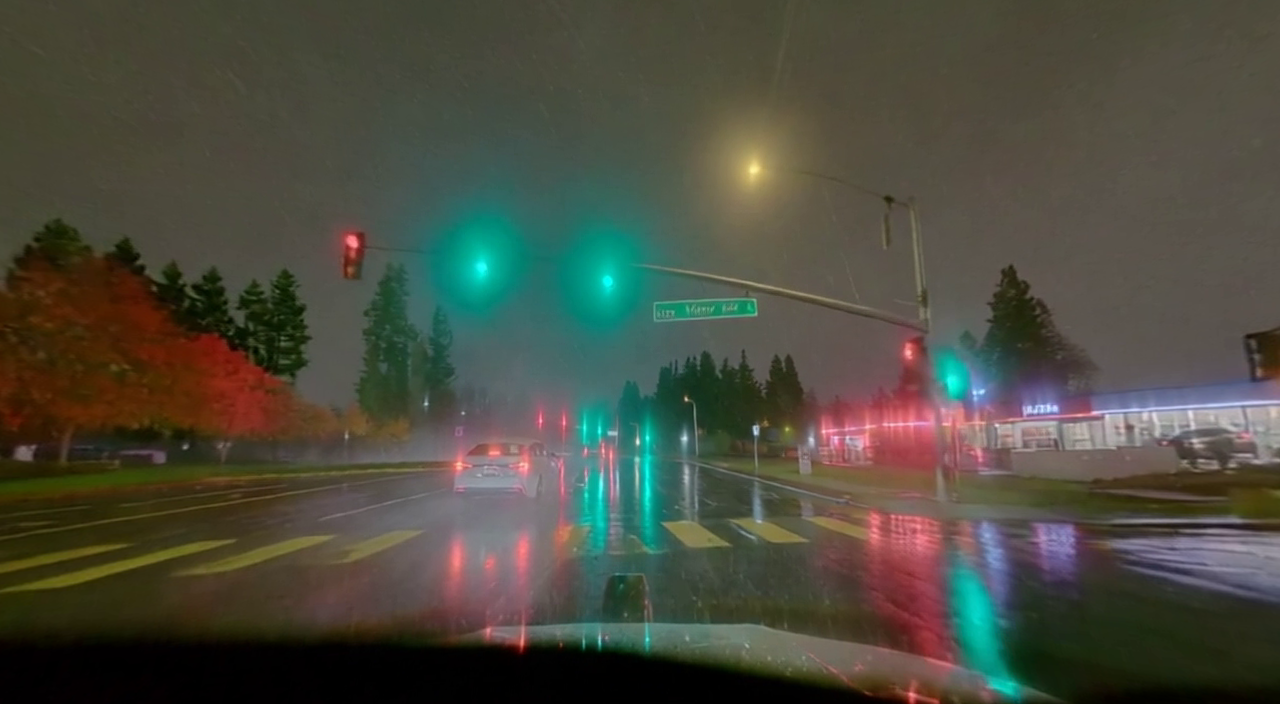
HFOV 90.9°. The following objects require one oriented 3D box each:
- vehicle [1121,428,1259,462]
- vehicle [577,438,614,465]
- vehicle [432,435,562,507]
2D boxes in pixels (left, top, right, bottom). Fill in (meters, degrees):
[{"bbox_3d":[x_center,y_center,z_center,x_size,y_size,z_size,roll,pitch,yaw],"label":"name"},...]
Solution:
[{"bbox_3d":[33.263,5.664,38.365,2.079,1.837,5.802,5,-10,-30],"label":"vehicle"},{"bbox_3d":[-2.966,6.707,42.549,2.109,1.692,4.220,0,-8,1],"label":"vehicle"},{"bbox_3d":[-3.266,2.806,15.397,2.018,1.477,4.401,0,-8,2],"label":"vehicle"}]
